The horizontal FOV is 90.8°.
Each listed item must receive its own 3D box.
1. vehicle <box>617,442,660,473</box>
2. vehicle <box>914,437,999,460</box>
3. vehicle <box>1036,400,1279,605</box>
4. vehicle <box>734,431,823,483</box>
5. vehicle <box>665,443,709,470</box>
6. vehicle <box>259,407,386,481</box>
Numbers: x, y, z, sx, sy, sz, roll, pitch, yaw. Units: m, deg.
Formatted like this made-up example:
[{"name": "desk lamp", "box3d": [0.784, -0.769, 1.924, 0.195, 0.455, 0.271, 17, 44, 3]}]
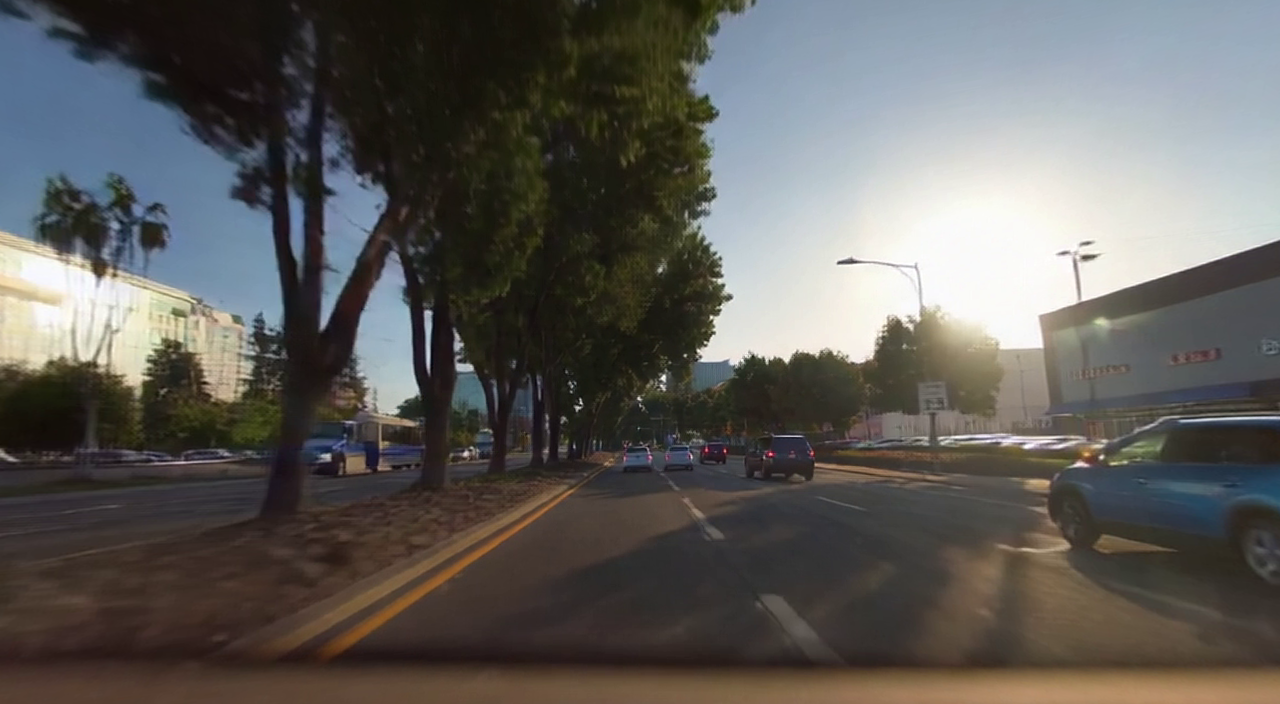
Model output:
[{"name": "vehicle", "box3d": [-0.114, 5.292, 31.908, 2.056, 1.440, 3.798, 0, -8, -1]}, {"name": "vehicle", "box3d": [19.990, 6.105, 40.041, 4.342, 1.388, 1.946, 0, -8, -2]}, {"name": "vehicle", "box3d": [6.165, 1.351, 6.036, 1.949, 1.647, 4.261, 0, -8, 0]}, {"name": "vehicle", "box3d": [5.163, 3.991, 24.285, 2.140, 1.811, 4.593, 0, -8, -3]}, {"name": "vehicle", "box3d": [2.514, 5.715, 34.685, 1.970, 1.402, 3.756, 0, -8, -2]}, {"name": "vehicle", "box3d": [-19.319, 5.722, 39.338, 2.999, 4.017, 8.806, 0, -8, 2]}]
